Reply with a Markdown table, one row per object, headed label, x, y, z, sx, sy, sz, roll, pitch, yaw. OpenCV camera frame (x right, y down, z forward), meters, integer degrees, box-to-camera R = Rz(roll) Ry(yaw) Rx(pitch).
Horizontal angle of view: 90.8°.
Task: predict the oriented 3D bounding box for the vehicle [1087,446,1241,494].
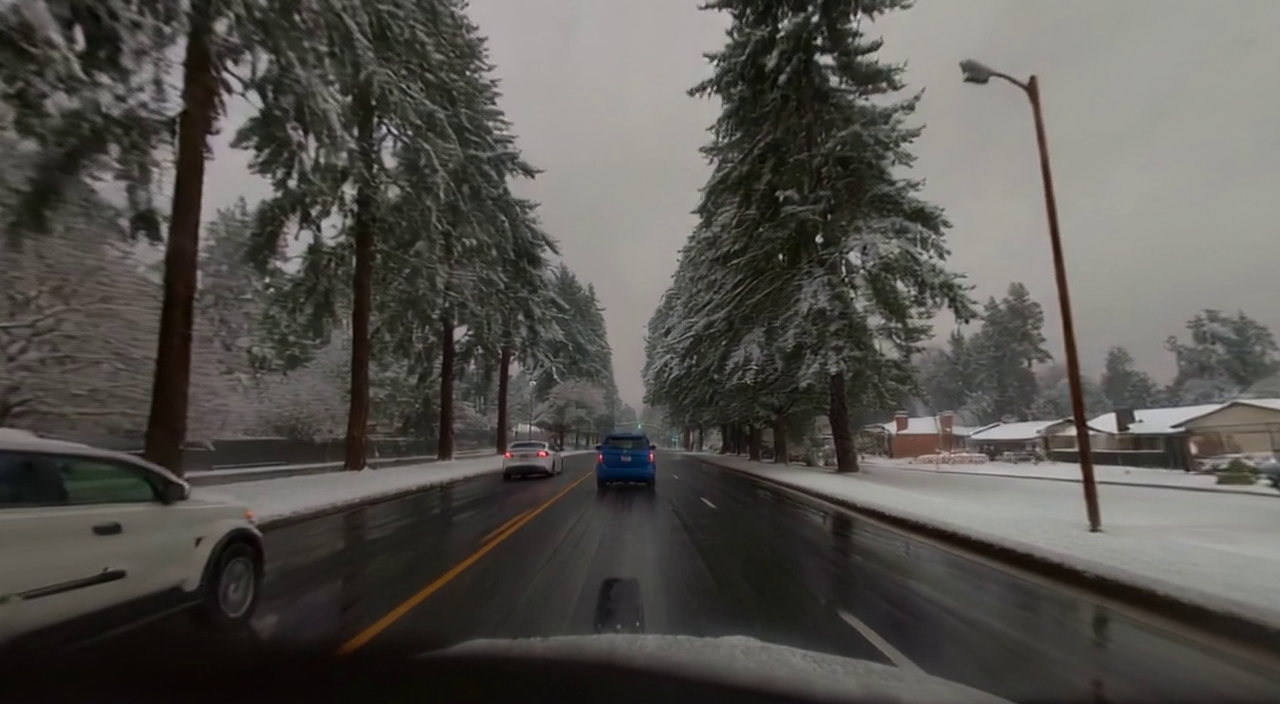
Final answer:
| label | x | y | z | sx | sy | sz | roll | pitch | yaw |
| --- | --- | --- | --- | --- | --- | --- | --- | --- | --- |
| vehicle | 20.530 | 4.604 | 24.868 | 4.387 | 1.752 | 1.903 | 0 | -8 | -3 |

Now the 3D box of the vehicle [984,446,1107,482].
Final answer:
| label | x | y | z | sx | sy | sz | roll | pitch | yaw |
| --- | --- | --- | --- | --- | --- | --- | --- | --- | --- |
| vehicle | 19.747 | 5.446 | 30.883 | 4.669 | 1.698 | 1.939 | 0 | -8 | -3 |

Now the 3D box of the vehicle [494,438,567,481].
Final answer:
| label | x | y | z | sx | sy | sz | roll | pitch | yaw |
| --- | --- | --- | --- | --- | --- | --- | --- | --- | --- |
| vehicle | -3.962 | 3.953 | 23.600 | 1.917 | 1.448 | 4.178 | 0 | -8 | 1 |

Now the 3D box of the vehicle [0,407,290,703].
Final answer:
| label | x | y | z | sx | sy | sz | roll | pitch | yaw |
| --- | --- | --- | --- | --- | --- | --- | --- | --- | --- |
| vehicle | -4.137 | 1.060 | 3.368 | 1.959 | 1.485 | 4.452 | 0 | -8 | 0 |

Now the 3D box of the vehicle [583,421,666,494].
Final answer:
| label | x | y | z | sx | sy | sz | roll | pitch | yaw |
| --- | --- | --- | --- | --- | --- | --- | --- | --- | --- |
| vehicle | -0.391 | 2.879 | 17.474 | 2.018 | 1.769 | 3.897 | 0 | -8 | 0 |
